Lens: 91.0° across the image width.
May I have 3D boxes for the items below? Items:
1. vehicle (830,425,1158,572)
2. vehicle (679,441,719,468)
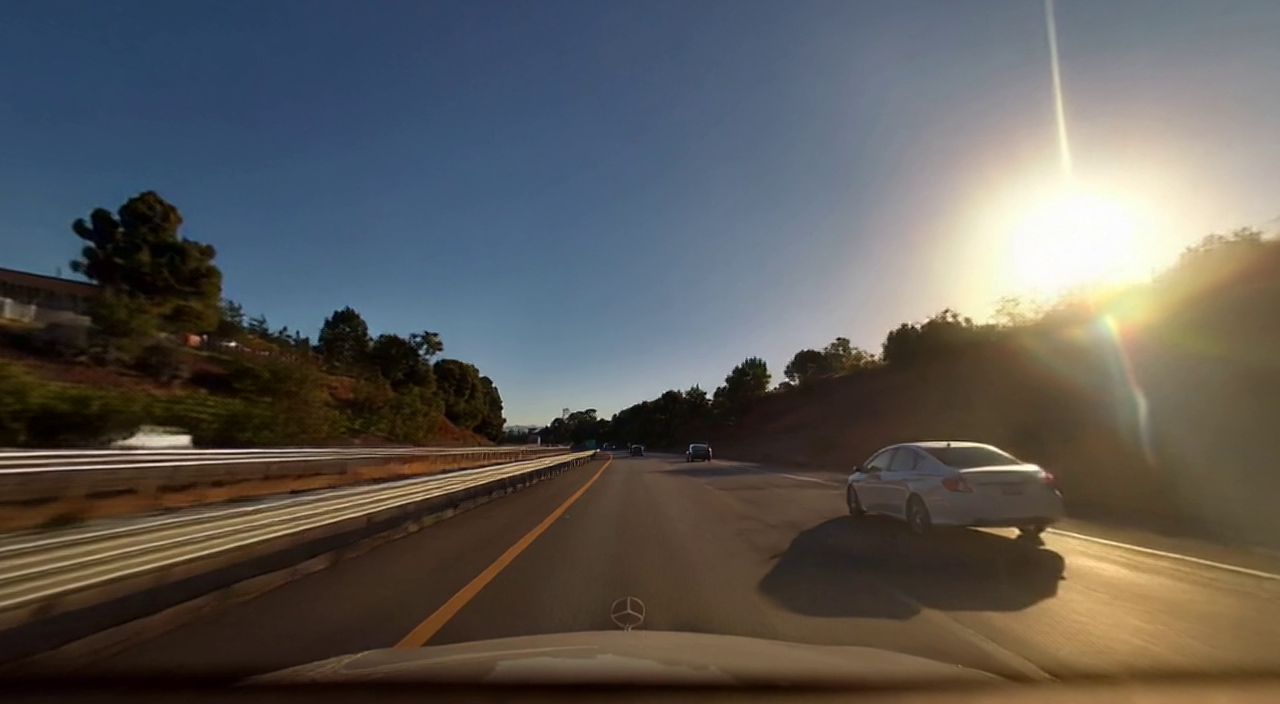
[{"bbox_3d":[4.374,1.853,8.772,2.072,1.528,4.176,0,-8,-1],"label":"vehicle"},{"bbox_3d":[3.504,6.163,37.930,1.945,1.538,3.729,0,-8,-2],"label":"vehicle"}]
